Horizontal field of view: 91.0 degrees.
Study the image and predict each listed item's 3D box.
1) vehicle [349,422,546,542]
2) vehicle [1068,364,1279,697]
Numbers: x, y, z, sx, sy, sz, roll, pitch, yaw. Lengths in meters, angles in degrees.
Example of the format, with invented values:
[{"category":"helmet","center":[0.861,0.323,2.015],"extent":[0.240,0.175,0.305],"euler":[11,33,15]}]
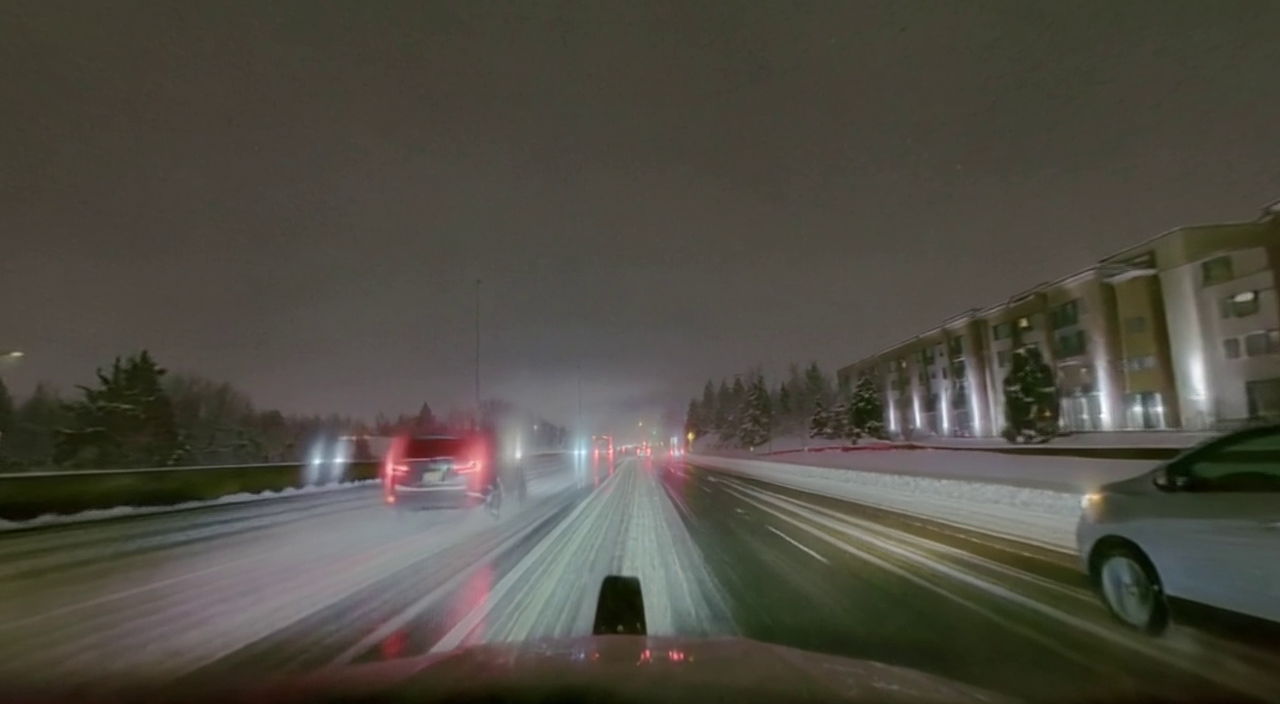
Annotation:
[{"category":"vehicle","center":[-3.191,2.273,11.680],"extent":[2.075,1.721,4.763],"euler":[0,-9,1]},{"category":"vehicle","center":[4.461,0.816,2.530],"extent":[2.170,1.733,4.631],"euler":[0,-9,0]}]
